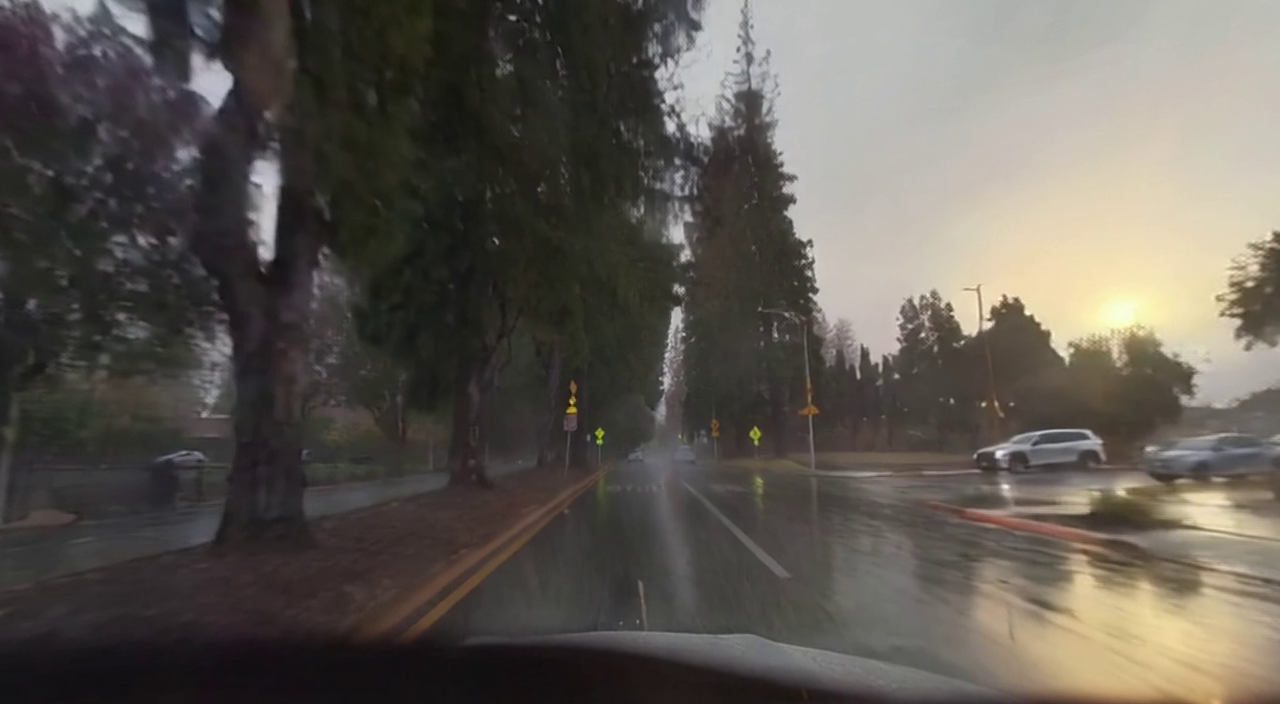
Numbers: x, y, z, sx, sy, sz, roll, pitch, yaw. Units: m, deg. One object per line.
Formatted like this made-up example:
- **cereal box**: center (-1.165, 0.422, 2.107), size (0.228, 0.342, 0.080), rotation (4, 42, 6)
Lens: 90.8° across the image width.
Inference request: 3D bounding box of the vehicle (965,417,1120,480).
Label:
- **vehicle**: center (18.205, 4.347, 28.792), size (5.378, 2.566, 2.402), rotation (-1, -7, -2)

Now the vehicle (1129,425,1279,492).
- **vehicle**: center (18.940, 3.340, 20.115), size (4.636, 1.860, 2.347), rotation (-2, -8, 1)

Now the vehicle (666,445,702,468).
- **vehicle**: center (3.030, 7.257, 44.173), size (2.142, 1.501, 4.273), rotation (0, -9, -1)
